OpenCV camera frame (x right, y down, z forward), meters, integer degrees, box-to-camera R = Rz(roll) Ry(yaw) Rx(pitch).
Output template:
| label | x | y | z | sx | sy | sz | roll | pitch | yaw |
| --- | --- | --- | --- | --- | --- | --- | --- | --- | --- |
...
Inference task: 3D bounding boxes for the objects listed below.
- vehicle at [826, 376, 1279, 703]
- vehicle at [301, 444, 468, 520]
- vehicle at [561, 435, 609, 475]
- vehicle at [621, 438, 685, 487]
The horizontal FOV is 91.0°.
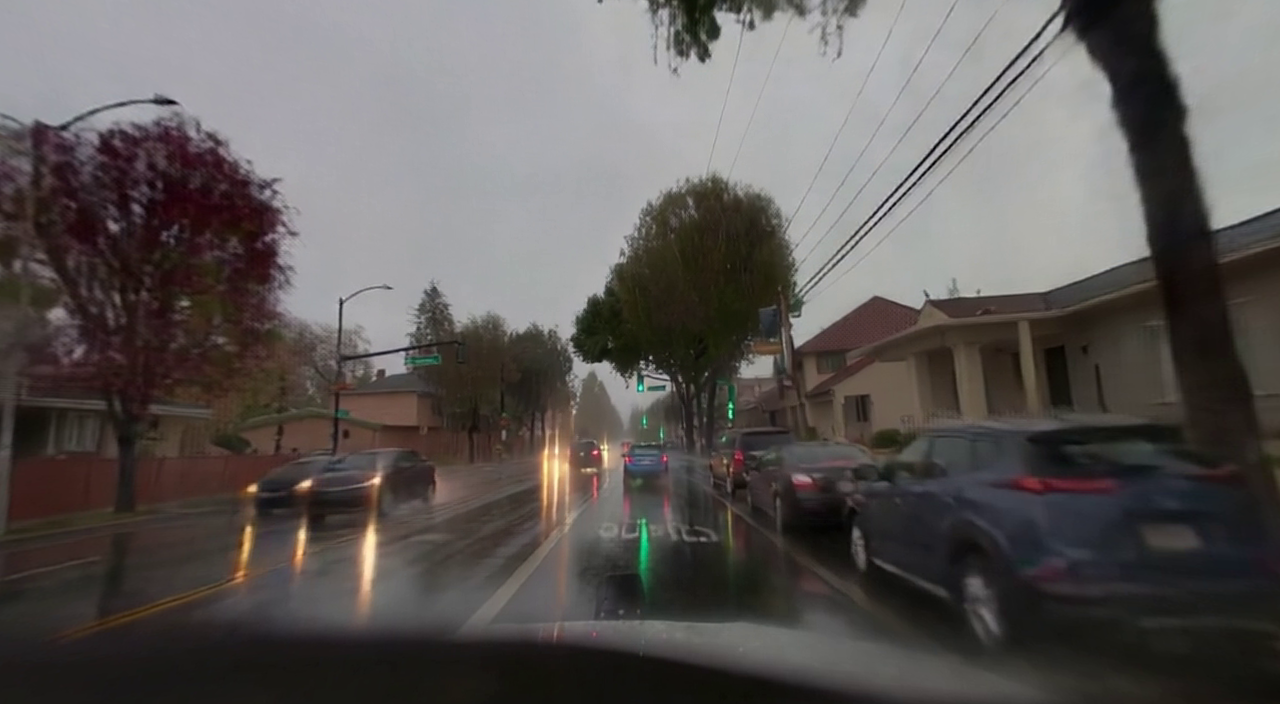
| label | x | y | z | sx | sy | sz | roll | pitch | yaw |
| --- | --- | --- | --- | --- | --- | --- | --- | --- | --- |
| vehicle | 3.059 | 1.195 | 4.834 | 1.905 | 1.589 | 4.028 | 0 | -8 | -2 |
| vehicle | -5.865 | 3.003 | 15.218 | 2.055 | 1.521 | 4.639 | 0 | -8 | 1 |
| vehicle | -2.625 | 5.071 | 31.137 | 1.983 | 1.841 | 4.013 | 0 | -8 | 0 |
| vehicle | 0.378 | 3.758 | 21.726 | 1.998 | 1.518 | 4.015 | 0 | -8 | -1 |
